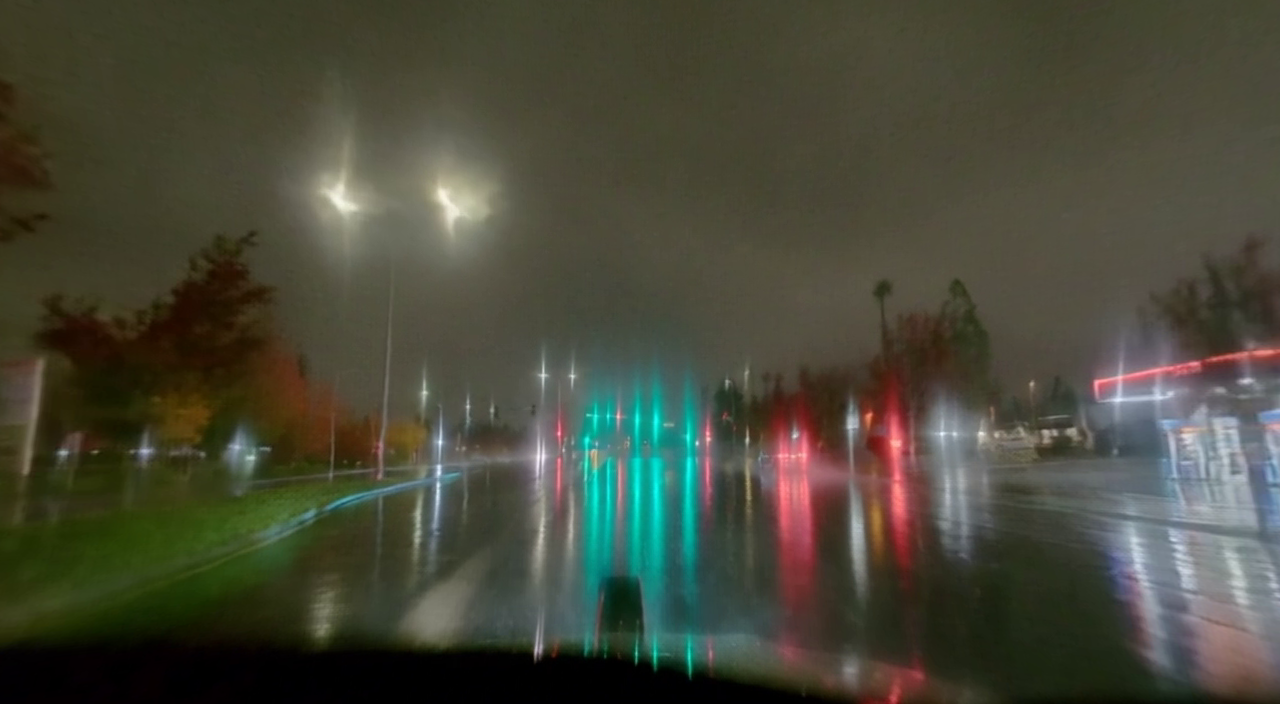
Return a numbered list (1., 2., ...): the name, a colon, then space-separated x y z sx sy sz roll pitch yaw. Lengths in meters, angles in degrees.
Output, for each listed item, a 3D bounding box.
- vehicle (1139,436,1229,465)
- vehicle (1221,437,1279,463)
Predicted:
1. vehicle: 31.076 5.641 36.225 1.591 1.491 4.005 -2 -9 1
2. vehicle: 36.741 5.731 36.970 1.665 1.442 3.759 0 -8 -4
